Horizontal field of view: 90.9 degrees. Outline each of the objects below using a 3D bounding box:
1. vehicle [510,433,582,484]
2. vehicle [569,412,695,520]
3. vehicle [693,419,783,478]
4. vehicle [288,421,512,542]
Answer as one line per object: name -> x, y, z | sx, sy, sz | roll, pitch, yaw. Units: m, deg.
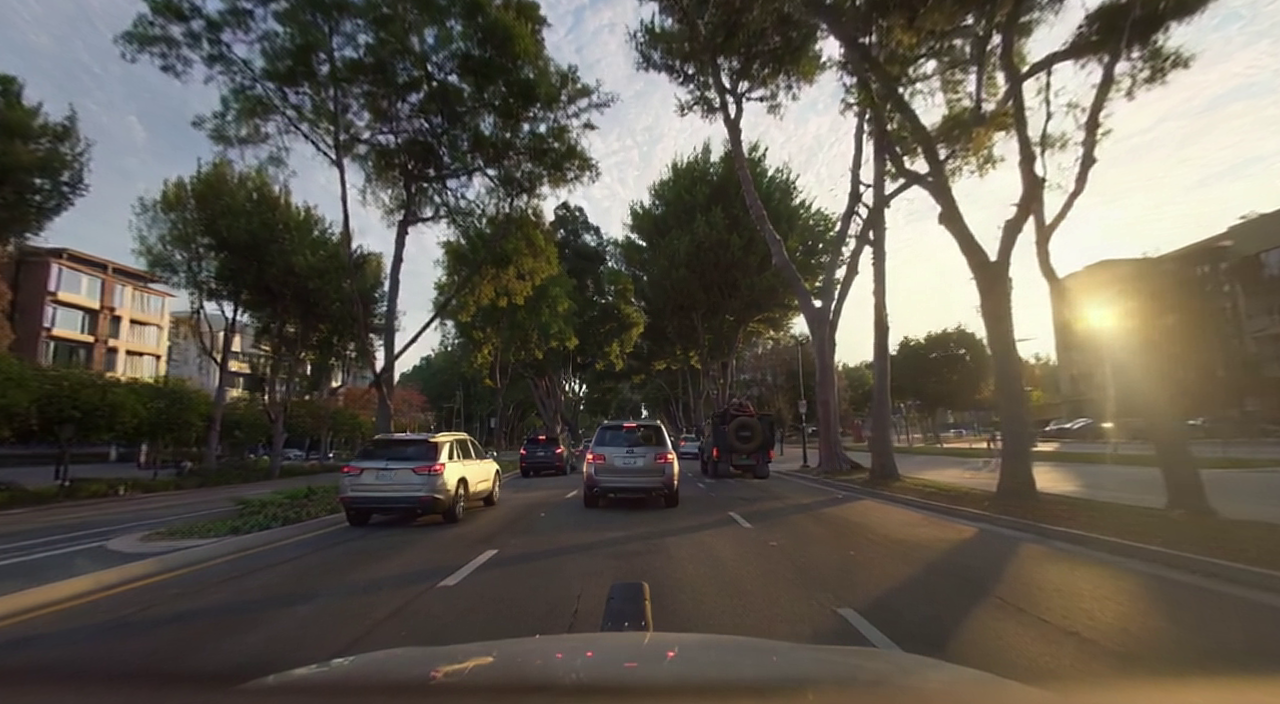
vehicle -> -3.224, 3.744, 22.484 | 1.894, 1.642, 3.861 | 0, -8, 1
vehicle -> -0.111, 2.181, 12.483 | 2.075, 1.770, 4.018 | 0, -8, 1
vehicle -> 3.706, 3.844, 25.332 | 2.655, 2.054, 6.098 | 0, -8, 0
vehicle -> -3.741, 2.101, 10.929 | 1.959, 1.614, 4.676 | 0, -8, 1
